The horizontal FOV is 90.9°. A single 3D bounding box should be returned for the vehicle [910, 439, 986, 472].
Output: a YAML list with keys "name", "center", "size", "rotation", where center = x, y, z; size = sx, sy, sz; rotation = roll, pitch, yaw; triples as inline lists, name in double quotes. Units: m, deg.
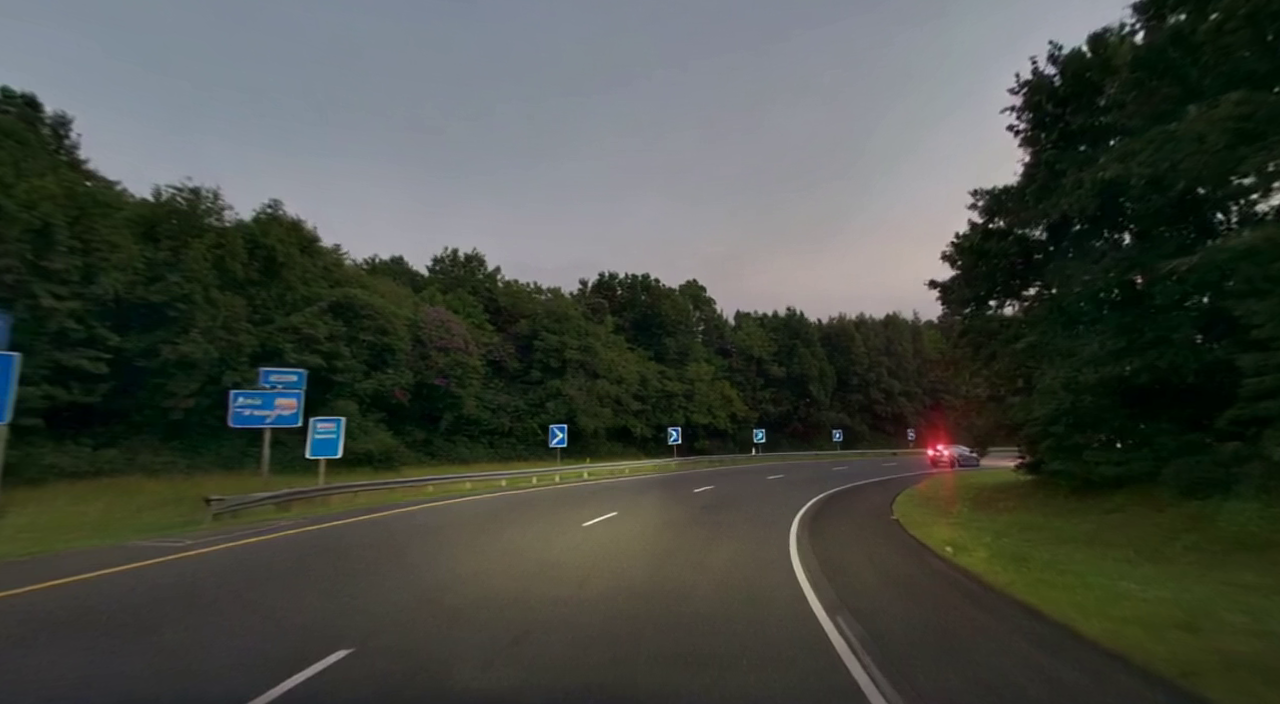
- name: "vehicle"
  center: [17.266, 5.764, 35.250]
  size: [4.325, 1.674, 2.221]
  rotation: [8, -12, -41]

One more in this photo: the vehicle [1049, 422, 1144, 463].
- name: "vehicle"
  center: [33.068, 6.601, 45.694]
  size: [5.981, 2.823, 2.498]
  rotation: [3, -10, -21]
